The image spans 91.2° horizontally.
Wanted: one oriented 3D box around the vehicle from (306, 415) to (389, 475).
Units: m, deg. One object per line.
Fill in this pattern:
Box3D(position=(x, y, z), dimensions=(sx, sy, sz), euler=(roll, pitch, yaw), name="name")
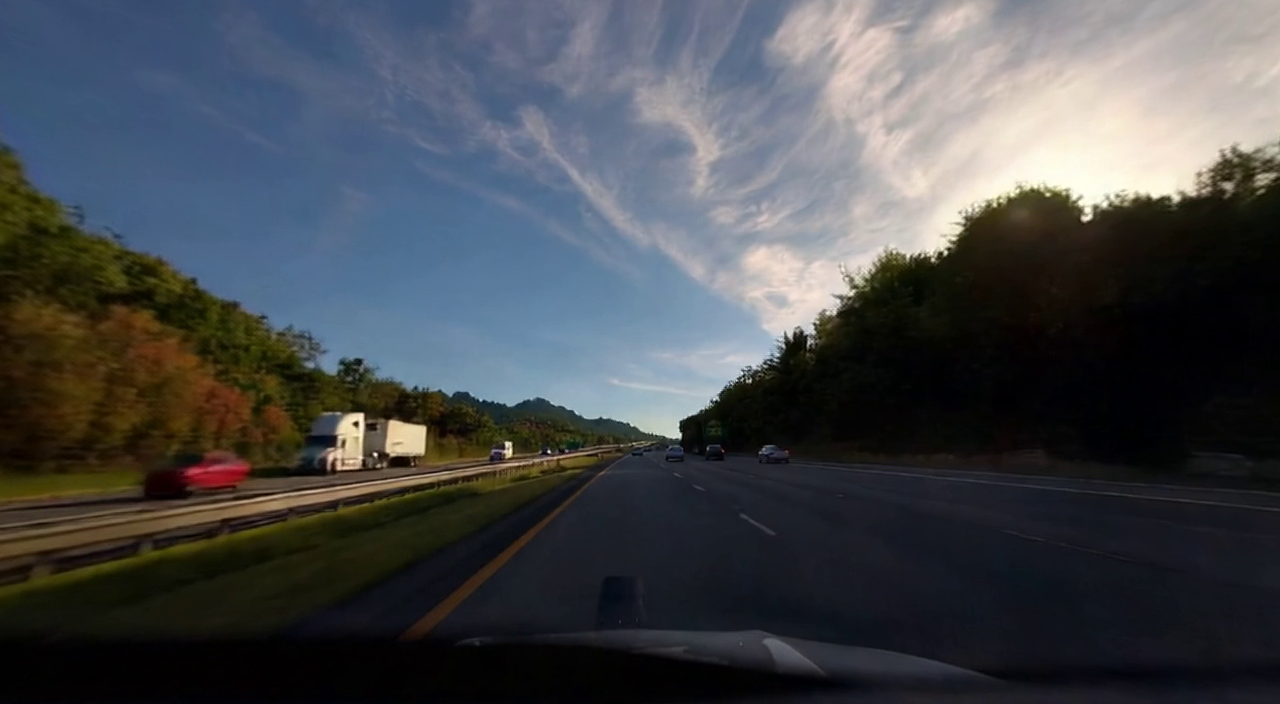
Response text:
Box3D(position=(-20.495, 6.561, 44.325), dimensions=(2.925, 3.917, 5.946), euler=(0, -9, -1), name="vehicle")
